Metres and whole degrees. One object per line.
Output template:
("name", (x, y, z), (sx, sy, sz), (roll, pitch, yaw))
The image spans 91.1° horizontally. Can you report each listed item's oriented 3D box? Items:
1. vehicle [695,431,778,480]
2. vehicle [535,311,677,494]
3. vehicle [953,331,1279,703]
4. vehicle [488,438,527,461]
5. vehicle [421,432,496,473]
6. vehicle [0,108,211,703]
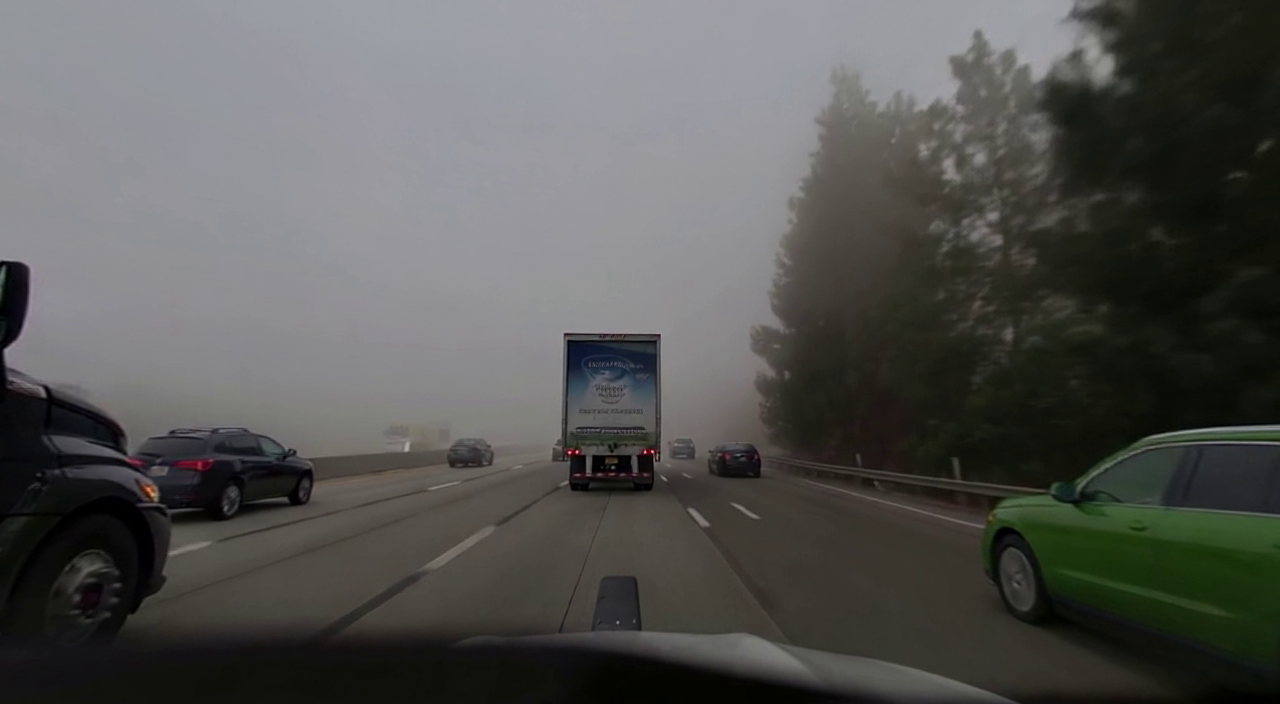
("vehicle", (3.269, 3.596, 22.311), (2.003, 1.519, 4.580), (0, -8, -3))
("vehicle", (-1.000, 1.688, 17.998), (2.911, 3.787, 9.905), (0, -8, -4))
("vehicle", (3.629, 0.773, 2.754), (2.118, 1.647, 4.400), (0, -8, -2))
("vehicle", (-8.888, 6.554, 42.476), (1.845, 1.488, 3.656), (0, -8, 0))
("vehicle", (-8.076, 4.483, 28.380), (2.057, 1.698, 4.550), (0, -8, -1))
("vehicle", (-3.763, 0.148, 0.714), (2.660, 2.637, 5.634), (0, -8, -2))
